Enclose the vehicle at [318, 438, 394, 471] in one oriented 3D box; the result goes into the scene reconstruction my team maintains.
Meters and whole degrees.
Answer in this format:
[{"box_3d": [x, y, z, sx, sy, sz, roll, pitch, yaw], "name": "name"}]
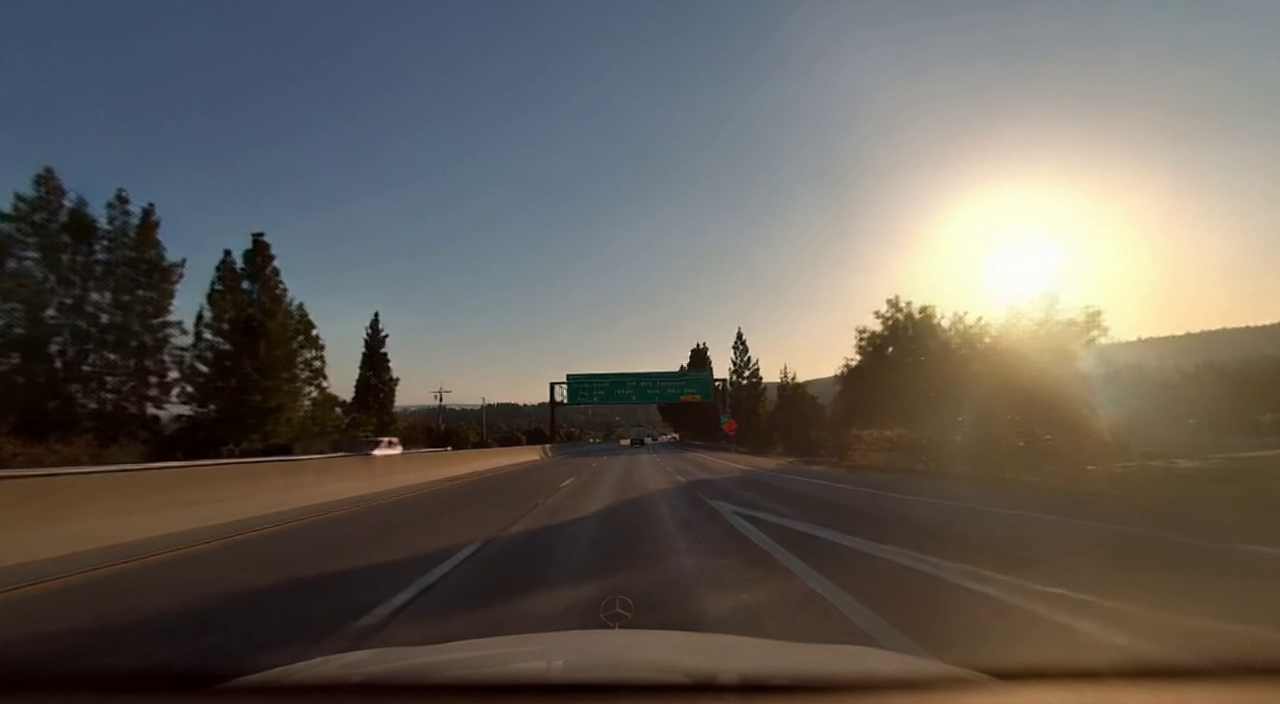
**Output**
[{"box_3d": [-14.757, 5.342, 32.932, 1.974, 1.586, 4.208, 0, -8, 0], "name": "vehicle"}]
